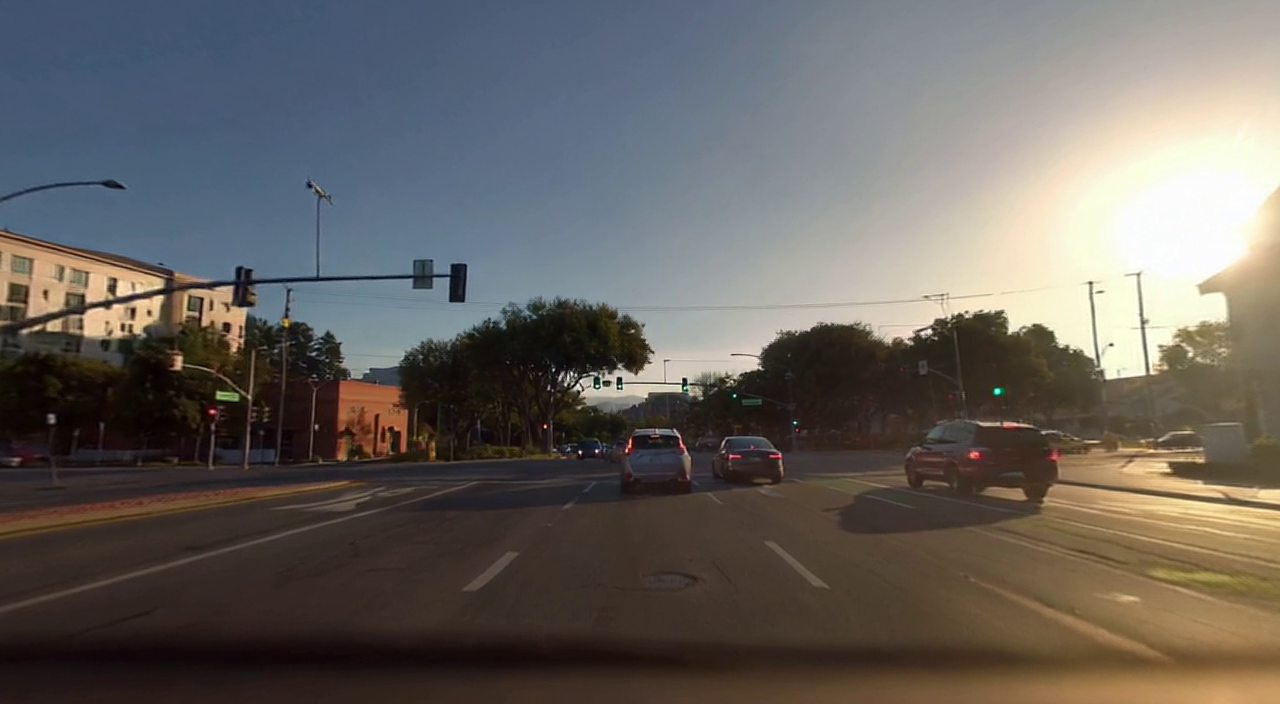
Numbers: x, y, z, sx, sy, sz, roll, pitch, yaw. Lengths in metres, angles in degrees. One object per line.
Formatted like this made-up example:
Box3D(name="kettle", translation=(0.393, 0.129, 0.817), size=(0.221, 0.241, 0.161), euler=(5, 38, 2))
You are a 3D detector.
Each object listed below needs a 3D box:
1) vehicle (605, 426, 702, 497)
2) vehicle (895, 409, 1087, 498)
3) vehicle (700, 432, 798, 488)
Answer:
Box3D(name="vehicle", translation=(0.273, 2.734, 16.108), size=(2.099, 1.516, 4.681), euler=(0, -8, -1))
Box3D(name="vehicle", translation=(8.501, 2.517, 15.959), size=(2.132, 1.892, 4.851), euler=(0, -8, 2))
Box3D(name="vehicle", translation=(2.999, 3.092, 18.327), size=(1.994, 1.436, 4.169), euler=(0, -8, -2))
